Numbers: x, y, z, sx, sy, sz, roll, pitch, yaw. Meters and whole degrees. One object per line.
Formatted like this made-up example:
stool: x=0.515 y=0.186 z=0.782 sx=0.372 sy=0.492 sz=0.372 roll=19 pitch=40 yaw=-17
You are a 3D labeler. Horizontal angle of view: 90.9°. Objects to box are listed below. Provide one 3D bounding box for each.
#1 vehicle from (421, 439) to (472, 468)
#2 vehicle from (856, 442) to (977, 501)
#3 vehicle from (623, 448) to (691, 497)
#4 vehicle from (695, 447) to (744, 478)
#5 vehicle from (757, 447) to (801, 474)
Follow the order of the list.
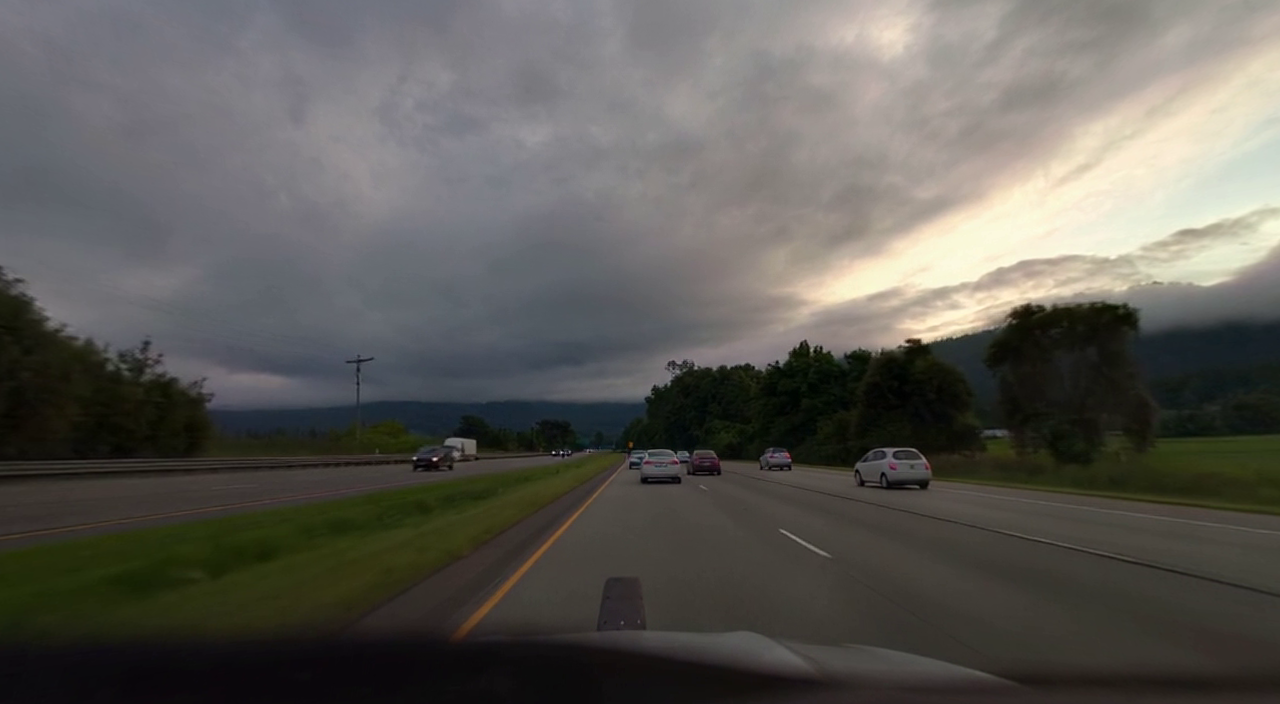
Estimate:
vehicle: x=-13.184 y=6.943 z=43.254 sx=2.052 sy=1.824 sz=4.667 roll=0 pitch=-9 yaw=0
vehicle: x=8.131 y=3.529 z=18.948 sx=1.847 sy=1.554 sz=3.752 roll=0 pitch=-9 yaw=-1
vehicle: x=0.487 y=3.894 z=20.757 sx=2.020 sy=1.426 sz=3.702 roll=0 pitch=-9 yaw=-1
vehicle: x=4.191 y=5.902 z=33.848 sx=1.981 sy=1.518 sz=4.029 roll=0 pitch=-9 yaw=-1
vehicle: x=8.860 y=6.939 z=40.422 sx=1.957 sy=1.594 sz=3.632 roll=0 pitch=-9 yaw=-1
